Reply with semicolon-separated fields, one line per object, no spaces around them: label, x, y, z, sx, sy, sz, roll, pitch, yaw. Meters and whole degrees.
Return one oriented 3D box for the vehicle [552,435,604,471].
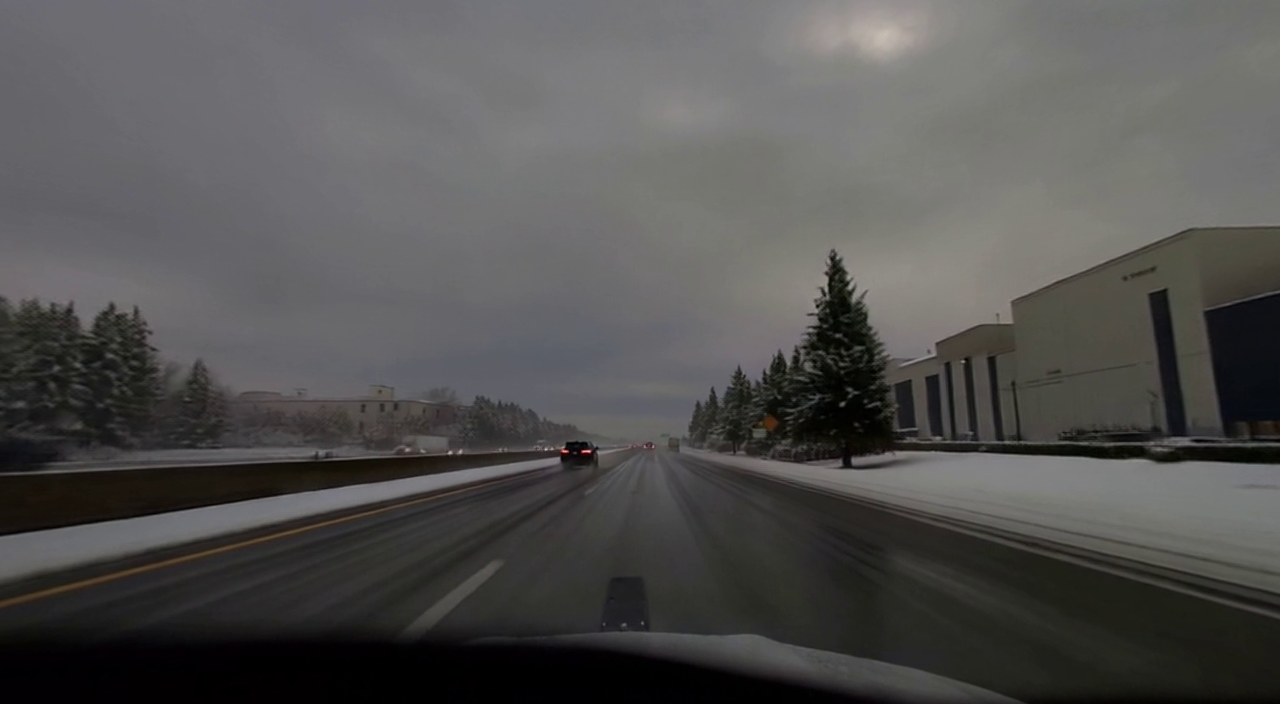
vehicle;-3.344;5.627;35.132;2.218;1.850;4.774;0;-9;2
